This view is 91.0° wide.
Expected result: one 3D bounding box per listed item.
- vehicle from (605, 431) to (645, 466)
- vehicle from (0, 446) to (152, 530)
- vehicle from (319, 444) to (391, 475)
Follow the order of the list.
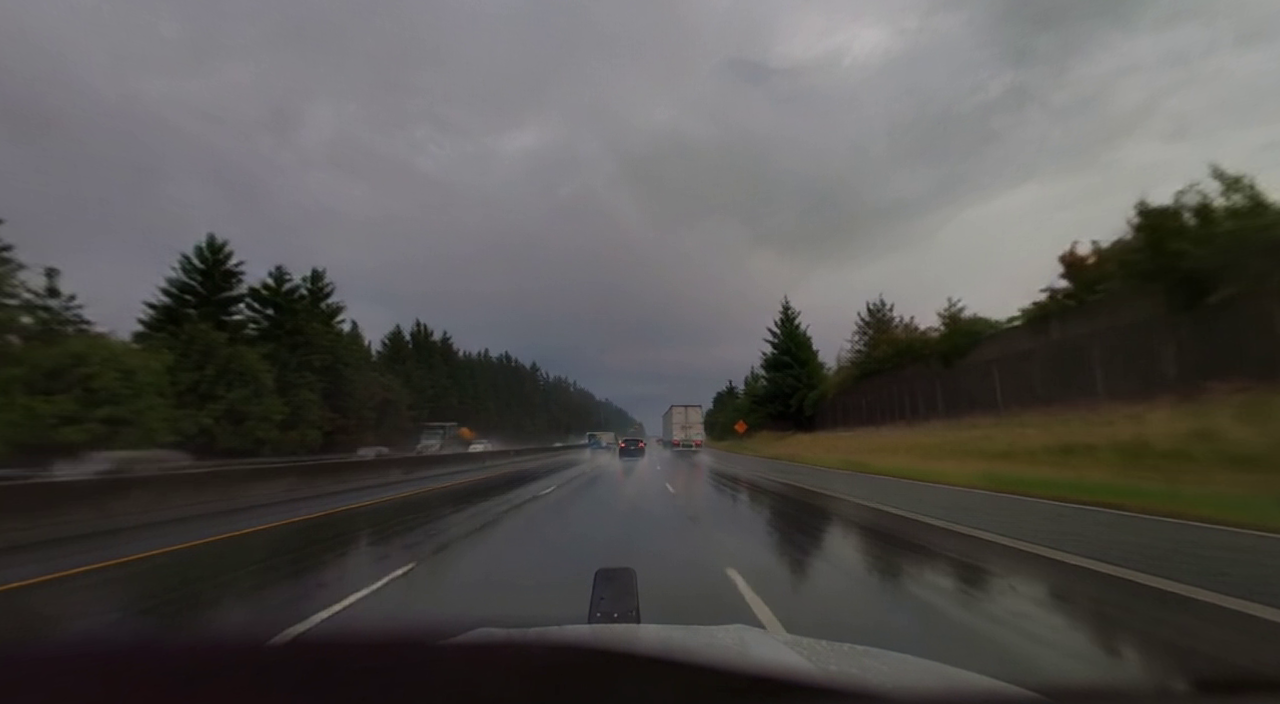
[{"bbox_3d":[-0.819,5.712,37.525,2.211,1.933,4.315,-1,-8,0],"label":"vehicle"},{"bbox_3d":[-12.788,2.740,13.097,1.880,1.515,4.210,0,-8,0],"label":"vehicle"},{"bbox_3d":[-16.719,6.278,37.174,2.136,1.671,4.417,-1,-8,1],"label":"vehicle"}]
